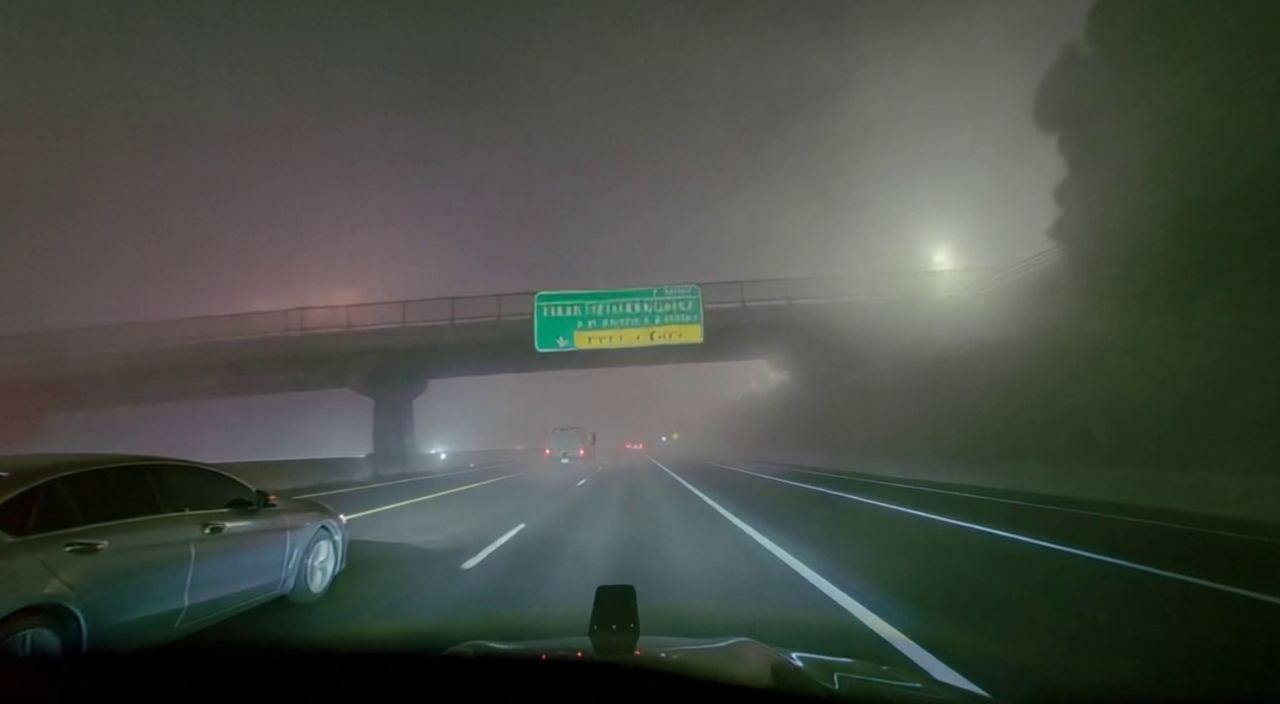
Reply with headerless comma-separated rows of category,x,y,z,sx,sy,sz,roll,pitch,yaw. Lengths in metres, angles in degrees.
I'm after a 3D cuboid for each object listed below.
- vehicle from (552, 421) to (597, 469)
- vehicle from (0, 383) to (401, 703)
vehicle,-4.221,6.193,42.162,2.364,2.953,6.732,0,-8,-1
vehicle,-3.574,1.190,4.413,2.025,1.556,4.594,0,-8,0
